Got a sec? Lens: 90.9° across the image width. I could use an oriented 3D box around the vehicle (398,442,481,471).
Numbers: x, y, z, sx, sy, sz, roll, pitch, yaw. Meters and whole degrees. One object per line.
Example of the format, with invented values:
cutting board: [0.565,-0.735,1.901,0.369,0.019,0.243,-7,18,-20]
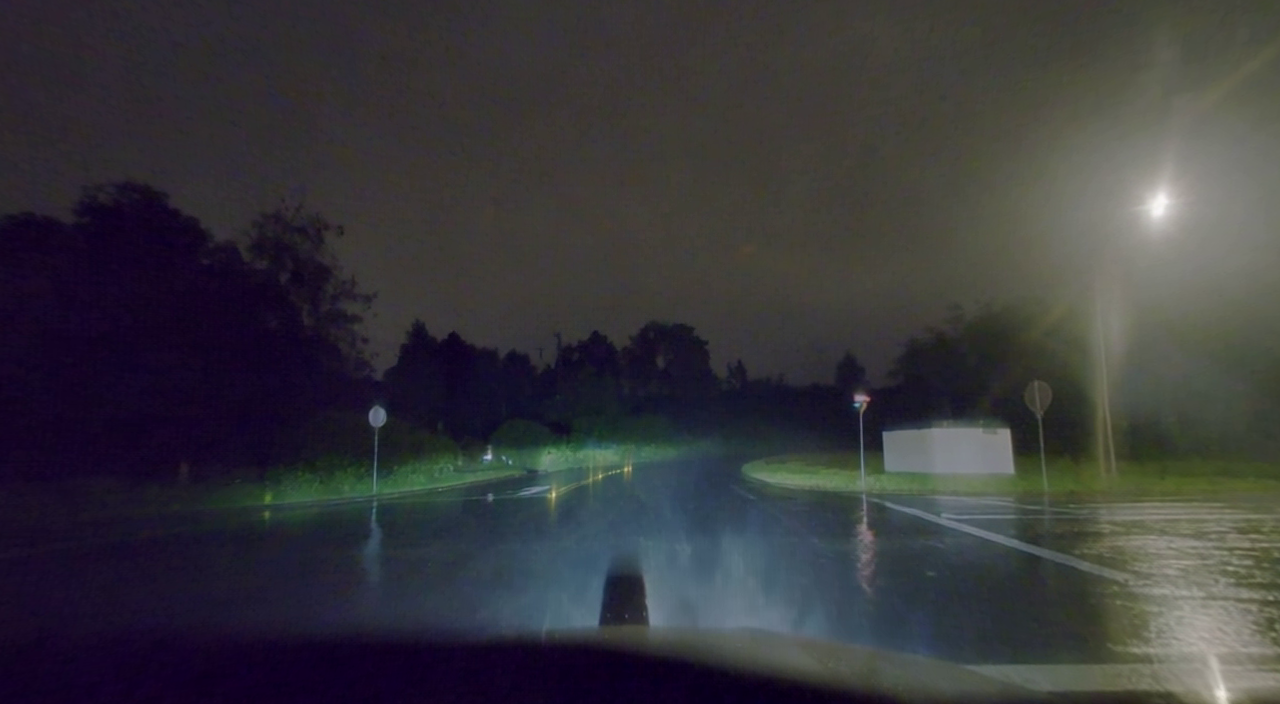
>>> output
vehicle: [-12.676,6.628,40.074,4.590,1.735,1.973,-1,-9,3]
